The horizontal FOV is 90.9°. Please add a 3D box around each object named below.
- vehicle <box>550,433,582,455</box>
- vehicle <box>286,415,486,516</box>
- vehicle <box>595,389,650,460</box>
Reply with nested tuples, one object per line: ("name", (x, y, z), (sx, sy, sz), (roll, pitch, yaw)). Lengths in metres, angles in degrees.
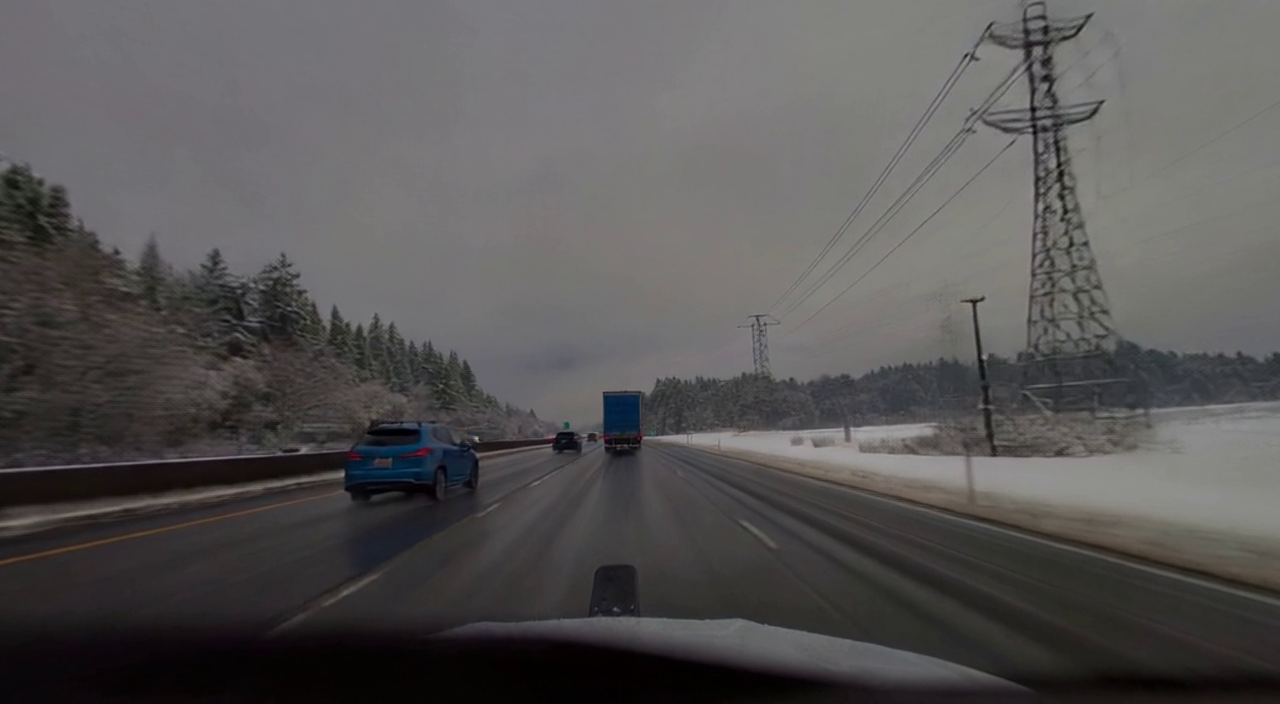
("vehicle", (-5.394, 6.754, 46.338), (1.934, 1.549, 4.194), (0, -8, -2))
("vehicle", (-4.641, 2.129, 12.406), (2.117, 1.618, 4.480), (0, -8, -1))
("vehicle", (-1.093, 4.641, 39.391), (2.955, 3.851, 9.915), (0, -8, -2))
